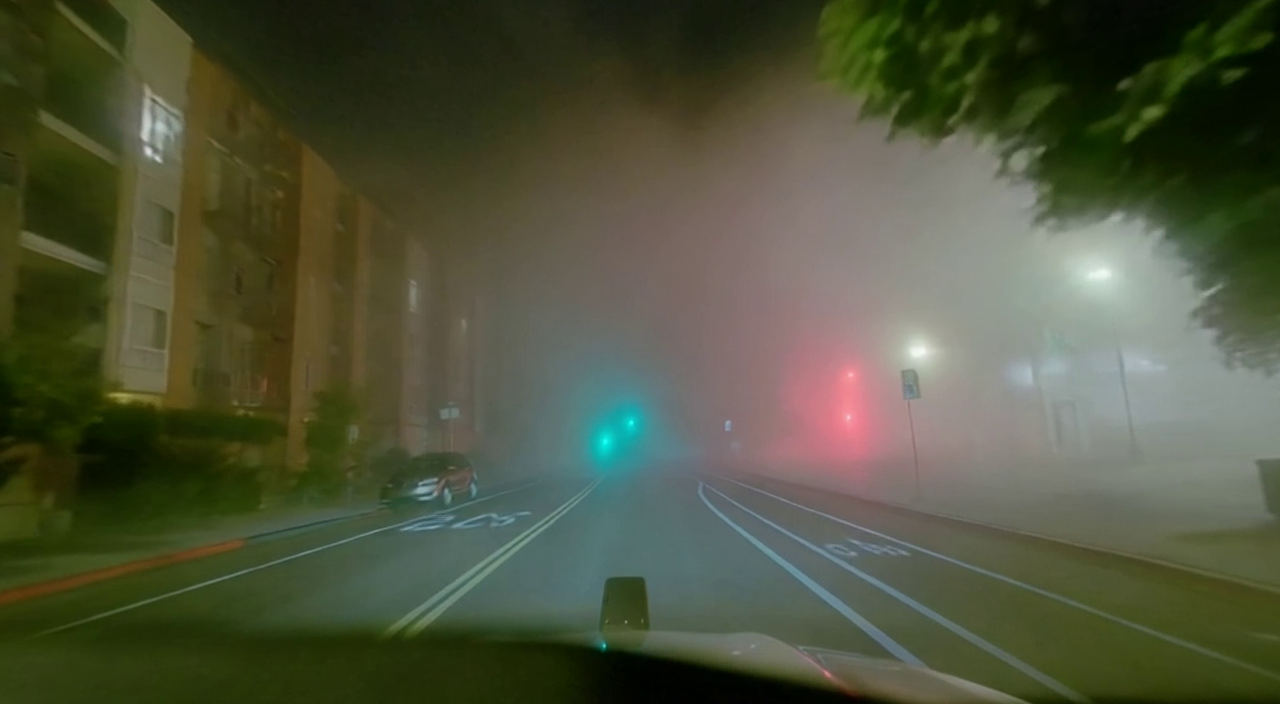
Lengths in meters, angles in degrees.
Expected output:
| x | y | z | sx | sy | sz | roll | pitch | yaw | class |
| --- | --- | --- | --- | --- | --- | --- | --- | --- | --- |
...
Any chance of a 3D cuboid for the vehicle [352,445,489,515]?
| x | y | z | sx | sy | sz | roll | pitch | yaw | class |
| --- | --- | --- | --- | --- | --- | --- | --- | --- | --- |
| -6.099 | 3.572 | 18.287 | 2.147 | 1.701 | 4.879 | -1 | -8 | 1 | vehicle |
